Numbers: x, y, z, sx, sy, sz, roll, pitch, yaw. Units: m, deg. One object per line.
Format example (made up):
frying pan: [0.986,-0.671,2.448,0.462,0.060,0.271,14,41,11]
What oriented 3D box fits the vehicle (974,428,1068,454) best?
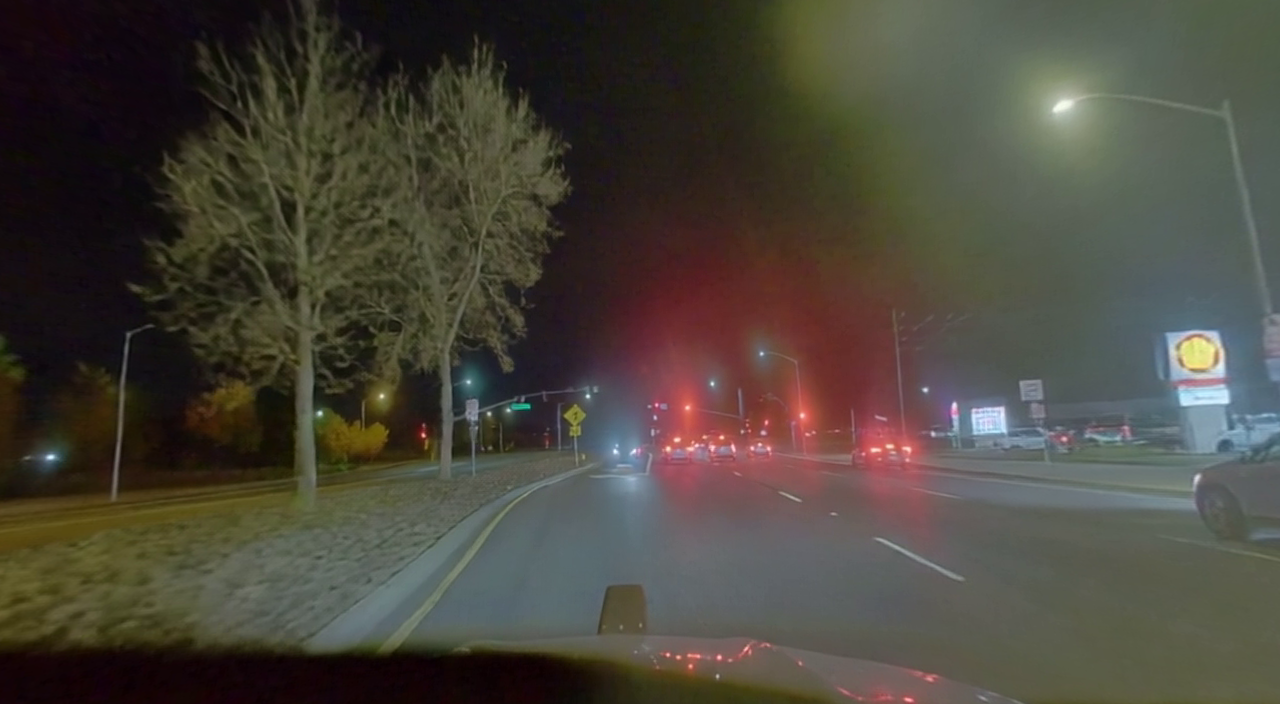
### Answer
vehicle: [22.856,5.412,38.002,1.784,1.472,4.532,4,-10,-25]

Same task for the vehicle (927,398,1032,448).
vehicle: [26.146,5.535,48.505,7.827,3.570,3.121,5,-9,-27]

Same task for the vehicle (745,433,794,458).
vehicle: [9.218,6.729,45.273,1.991,1.695,4.357,1,-9,-9]

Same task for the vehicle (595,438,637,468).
vehicle: [-1.220,5.404,33.683,2.032,1.461,4.173,0,-9,0]
